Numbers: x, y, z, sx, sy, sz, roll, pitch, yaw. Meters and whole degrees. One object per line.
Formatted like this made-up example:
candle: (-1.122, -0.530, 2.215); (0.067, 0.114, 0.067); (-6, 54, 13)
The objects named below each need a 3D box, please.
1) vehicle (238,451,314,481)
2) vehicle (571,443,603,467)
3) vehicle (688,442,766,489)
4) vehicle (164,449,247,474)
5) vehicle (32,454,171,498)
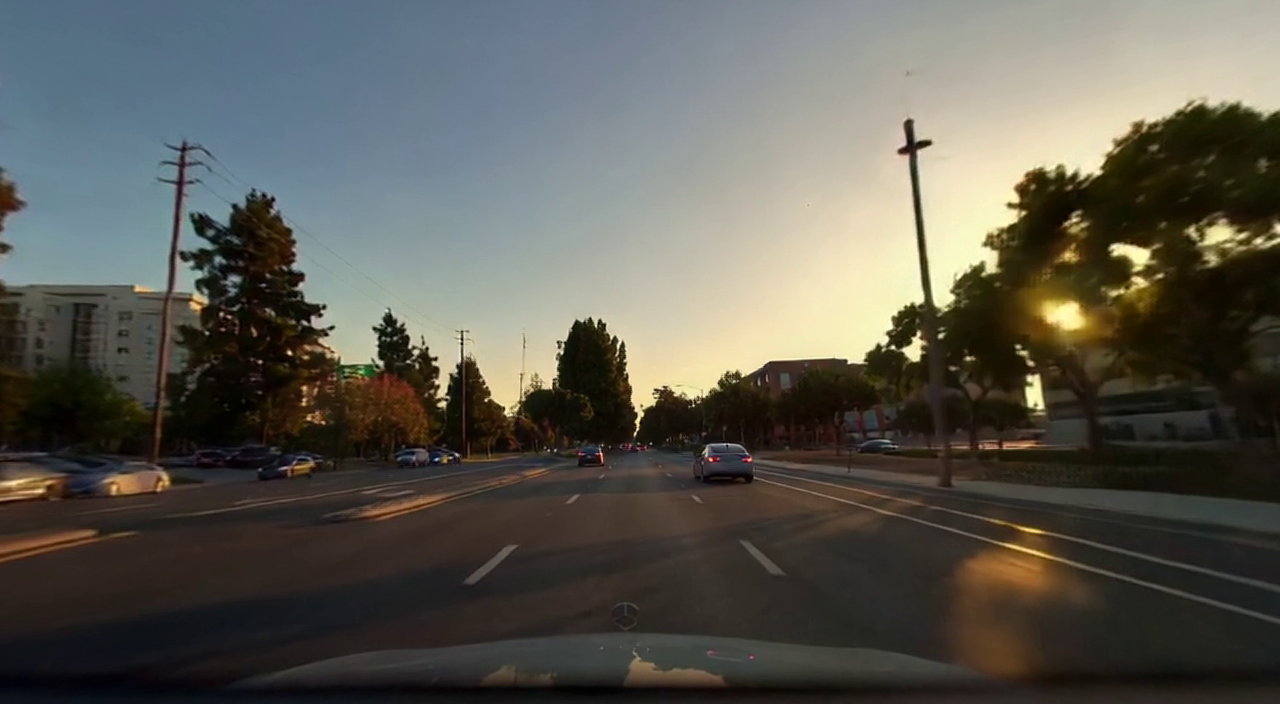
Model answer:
vehicle: (-22.456, 7.023, 39.201); (1.926, 1.681, 4.601); (-1, -9, 1)
vehicle: (-3.741, 7.384, 45.390); (1.935, 1.617, 4.045); (0, -9, 0)
vehicle: (2.890, 3.880, 21.984); (1.966, 1.449, 4.290); (0, -9, -2)
vehicle: (-30.583, 7.709, 44.559); (4.278, 1.625, 1.974); (0, -9, -1)
vehicle: (-22.601, 5.177, 26.804); (1.818, 1.588, 4.708); (0, -9, -1)
